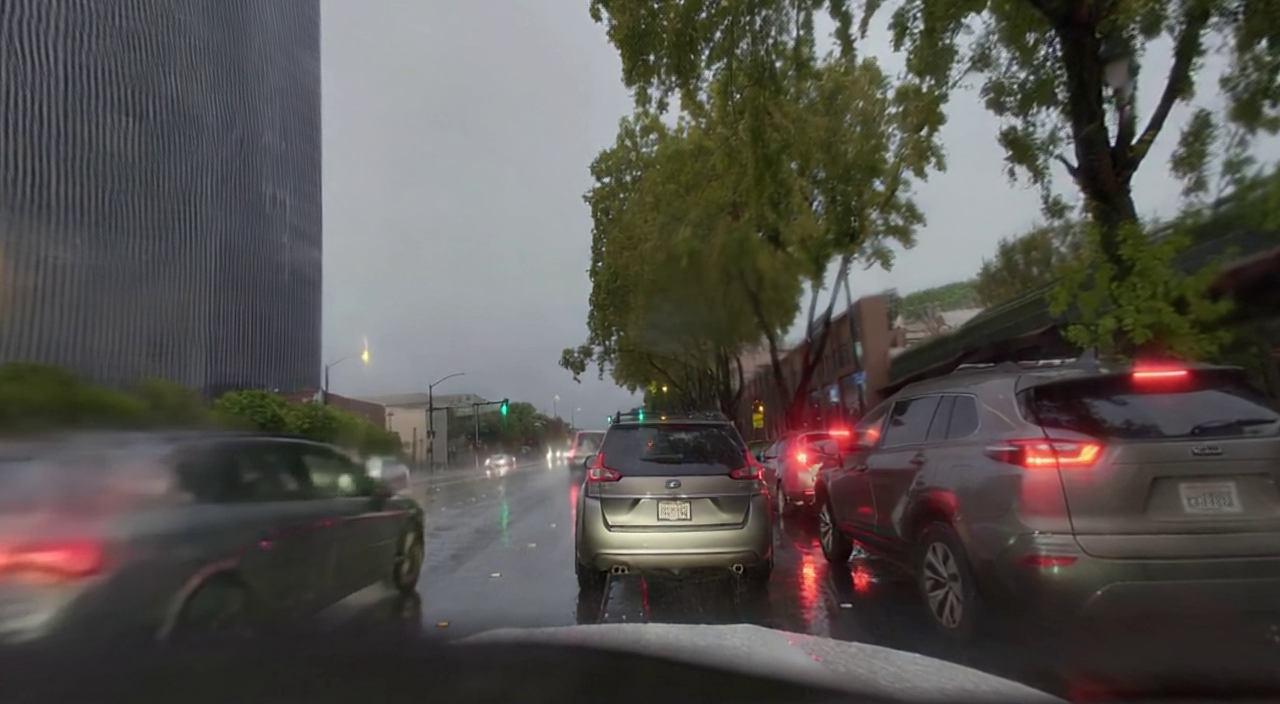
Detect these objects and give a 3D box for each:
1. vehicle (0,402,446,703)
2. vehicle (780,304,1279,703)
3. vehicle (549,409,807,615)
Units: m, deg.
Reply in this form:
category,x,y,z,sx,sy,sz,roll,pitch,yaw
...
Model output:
category,x,y,z,sx,sy,sz,roll,pitch,yaw
vehicle,-3.046,1.215,4.020,2.088,1.483,4.708,0,-9,0
vehicle,2.748,1.078,4.921,2.117,1.855,4.794,0,-9,-1
vehicle,0.239,1.543,6.869,2.045,1.608,3.573,0,-9,-2
